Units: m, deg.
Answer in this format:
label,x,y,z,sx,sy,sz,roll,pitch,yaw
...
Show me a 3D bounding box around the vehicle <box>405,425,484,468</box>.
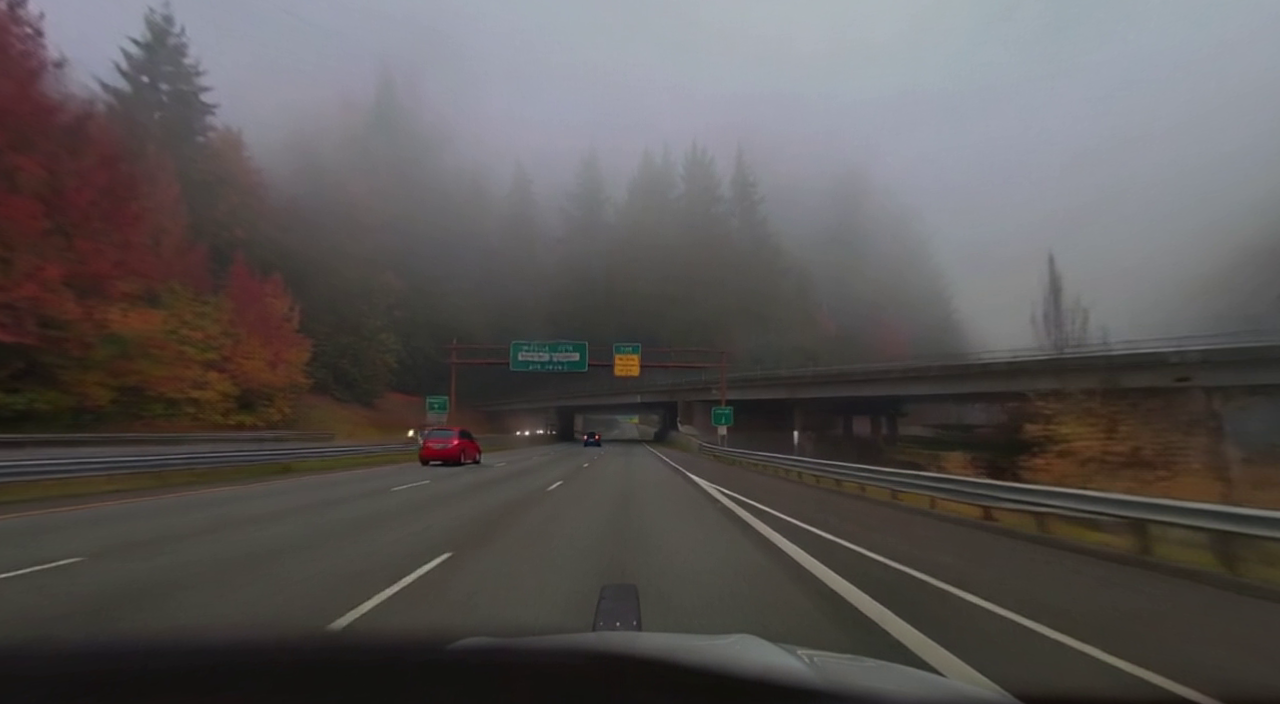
label,x,y,z,sx,sy,sz,roll,pitch,yaw
vehicle,-8.321,4.054,27.261,1.987,1.677,4.580,0,-8,0
